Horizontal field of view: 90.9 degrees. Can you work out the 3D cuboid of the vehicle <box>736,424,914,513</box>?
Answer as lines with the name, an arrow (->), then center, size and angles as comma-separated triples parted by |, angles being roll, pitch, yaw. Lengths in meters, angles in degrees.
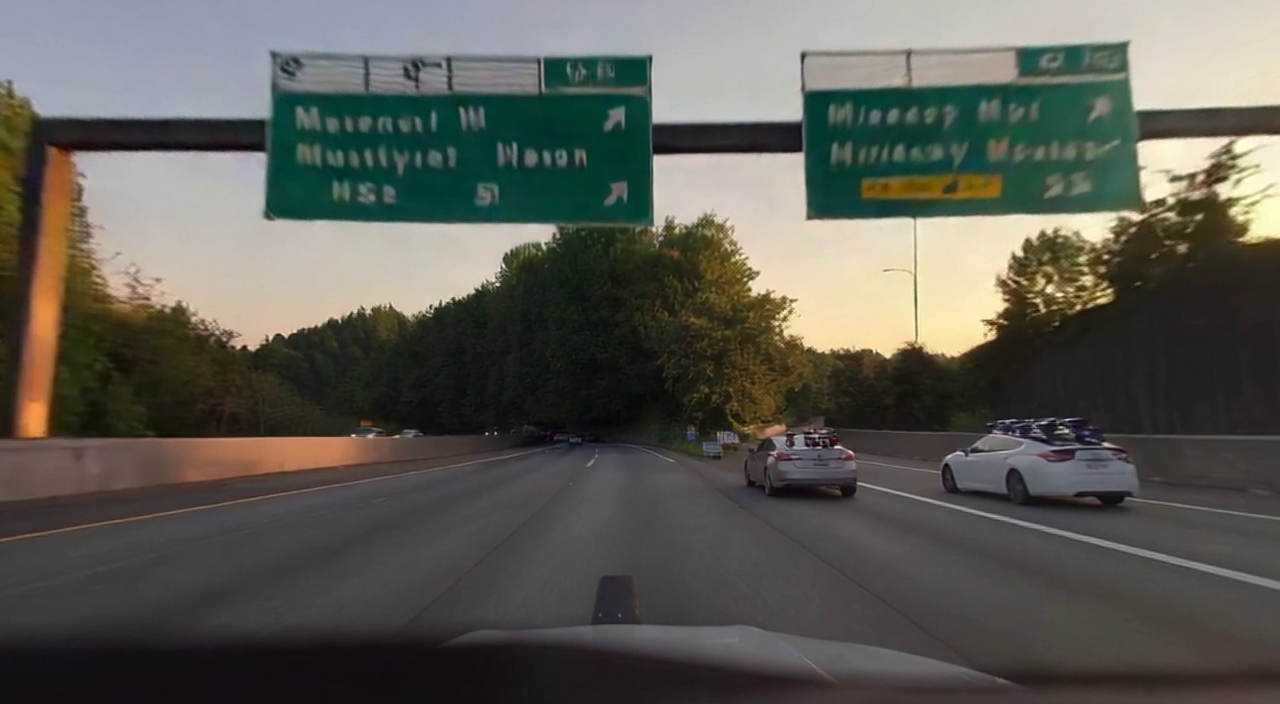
vehicle -> 3.413, 2.225, 12.712 | 2.094, 1.441, 4.568 | 0, -8, -2

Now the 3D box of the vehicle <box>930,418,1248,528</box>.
vehicle -> 7.323, 1.988, 11.134 | 2.034, 1.511, 4.785 | 0, -8, -1
